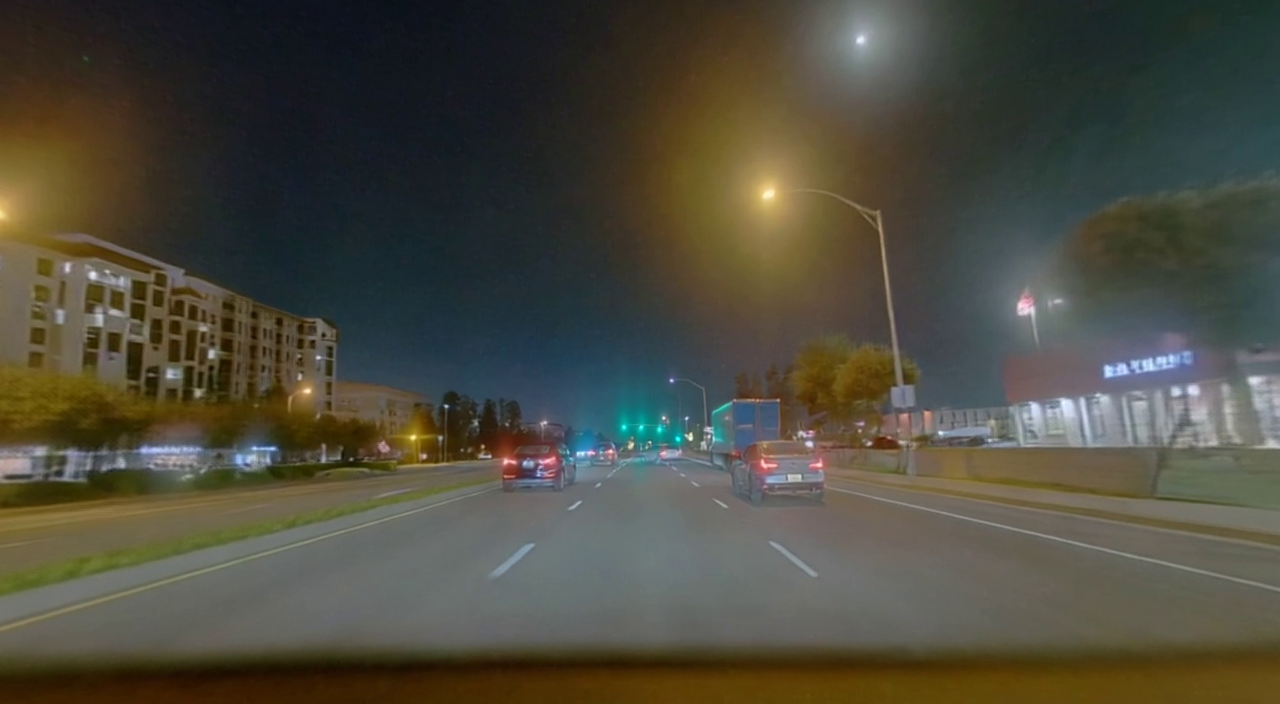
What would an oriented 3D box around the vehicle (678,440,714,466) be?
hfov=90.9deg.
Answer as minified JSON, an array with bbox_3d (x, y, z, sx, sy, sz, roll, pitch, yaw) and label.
[{"bbox_3d":[3.796,6.894,43.247,2.050,1.683,3.990,0,-8,0],"label":"vehicle"}]

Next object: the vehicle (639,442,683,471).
[{"bbox_3d":[1.089,5.772,34.991,2.020,1.461,4.326,0,-8,-4],"label":"vehicle"}]

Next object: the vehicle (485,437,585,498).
[{"bbox_3d":[-2.819,3.213,17.973,2.003,1.509,4.396,0,-8,2],"label":"vehicle"}]

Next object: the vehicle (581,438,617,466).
[{"bbox_3d":[-2.819,6.998,44.291,2.137,1.796,4.304,0,-8,1],"label":"vehicle"}]

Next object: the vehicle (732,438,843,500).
[{"bbox_3d":[3.796,3.086,17.058,1.972,1.452,4.189,0,-8,0],"label":"vehicle"}]
